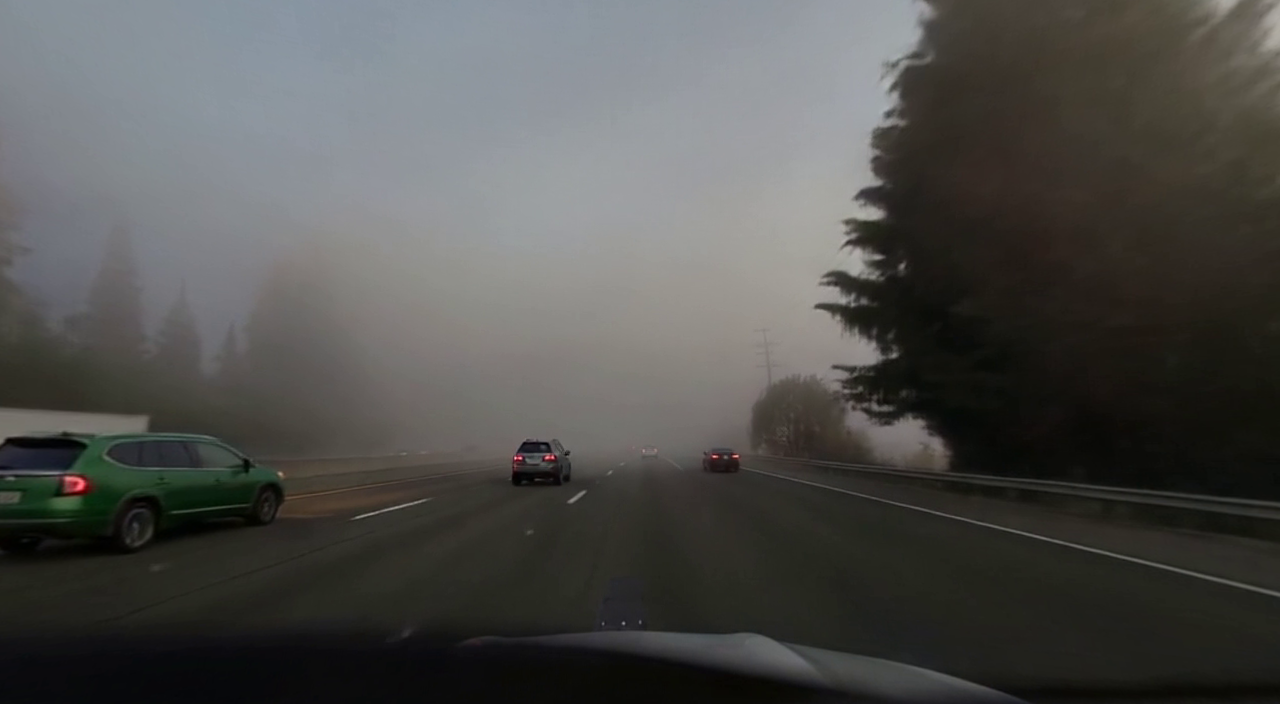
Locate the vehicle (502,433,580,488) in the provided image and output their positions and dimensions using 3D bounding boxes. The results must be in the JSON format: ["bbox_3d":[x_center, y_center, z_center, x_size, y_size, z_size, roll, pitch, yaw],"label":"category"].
[{"bbox_3d":[-3.300,3.696,21.867,1.961,1.704,4.052,0,-8,1],"label":"vehicle"}]

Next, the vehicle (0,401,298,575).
[{"bbox_3d":[-7.421,1.779,9.093,2.162,1.805,4.853,0,-8,1],"label":"vehicle"}]

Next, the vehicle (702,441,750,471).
[{"bbox_3d":[4.556,5.577,33.984,1.964,1.479,4.252,0,-8,-1],"label":"vehicle"}]
